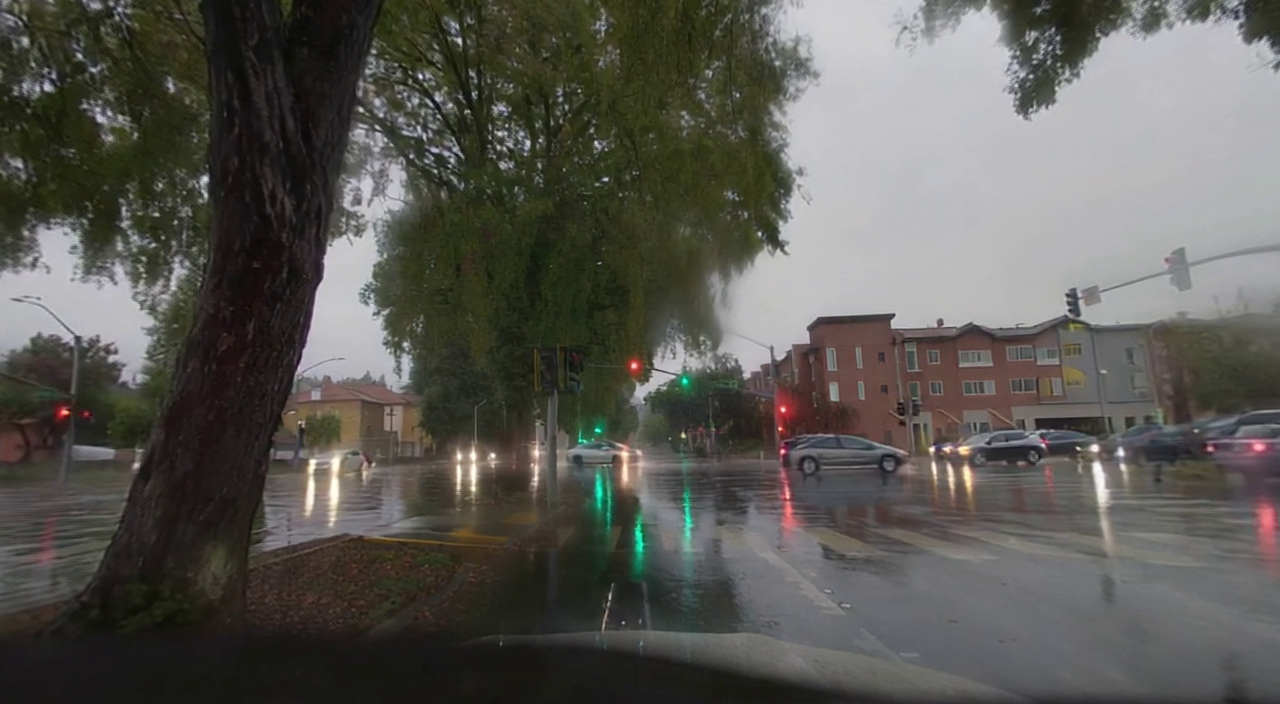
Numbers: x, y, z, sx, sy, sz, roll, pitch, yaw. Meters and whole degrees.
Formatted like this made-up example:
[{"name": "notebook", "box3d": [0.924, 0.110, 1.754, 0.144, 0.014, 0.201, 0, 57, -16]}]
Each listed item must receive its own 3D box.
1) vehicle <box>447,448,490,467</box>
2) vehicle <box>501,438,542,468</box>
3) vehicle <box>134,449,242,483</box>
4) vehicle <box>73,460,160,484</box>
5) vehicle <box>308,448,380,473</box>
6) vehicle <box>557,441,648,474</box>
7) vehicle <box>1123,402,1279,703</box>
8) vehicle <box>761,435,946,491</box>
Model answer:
[{"name": "vehicle", "box3d": [-12.679, 7.787, 46.642, 1.921, 1.304, 4.050, 0, -8, 1]}, {"name": "vehicle", "box3d": [-7.792, 6.545, 40.857, 2.276, 1.842, 4.958, 2, -9, -14]}, {"name": "vehicle", "box3d": [-21.694, 5.456, 30.423, 1.853, 1.456, 4.531, 0, -8, 0]}, {"name": "vehicle", "box3d": [-33.010, 7.515, 39.633, 1.648, 1.330, 3.857, -7, -11, 39]}, {"name": "vehicle", "box3d": [-18.385, 6.749, 39.299, 2.203, 1.471, 4.723, 0, -8, 0]}, {"name": "vehicle", "box3d": [-1.973, 5.224, 31.417, 2.006, 1.515, 5.017, 7, -11, -39]}, {"name": "vehicle", "box3d": [3.095, 0.655, 0.420, 1.990, 1.454, 4.490, 0, -8, 1]}, {"name": "vehicle", "box3d": [6.066, 3.139, 18.088, 4.719, 1.449, 2.026, -3, -9, 21]}]
